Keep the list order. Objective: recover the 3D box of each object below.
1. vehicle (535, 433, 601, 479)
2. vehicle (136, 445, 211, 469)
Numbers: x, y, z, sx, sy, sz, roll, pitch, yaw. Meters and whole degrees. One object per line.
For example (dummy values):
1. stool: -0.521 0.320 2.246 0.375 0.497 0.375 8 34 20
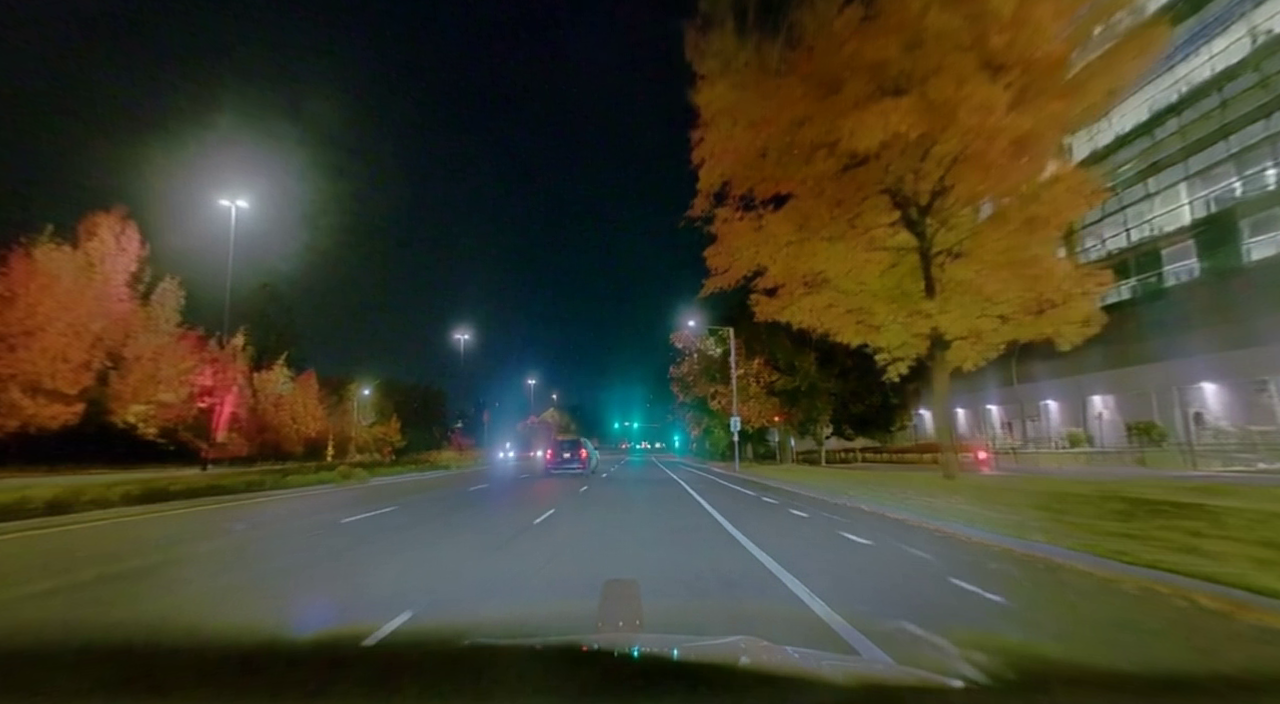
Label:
1. vehicle: -2.994 4.458 27.077 2.112 1.779 4.489 0 -9 2
2. vehicle: -33.539 7.548 45.345 3.856 1.655 1.842 1 -9 -3
